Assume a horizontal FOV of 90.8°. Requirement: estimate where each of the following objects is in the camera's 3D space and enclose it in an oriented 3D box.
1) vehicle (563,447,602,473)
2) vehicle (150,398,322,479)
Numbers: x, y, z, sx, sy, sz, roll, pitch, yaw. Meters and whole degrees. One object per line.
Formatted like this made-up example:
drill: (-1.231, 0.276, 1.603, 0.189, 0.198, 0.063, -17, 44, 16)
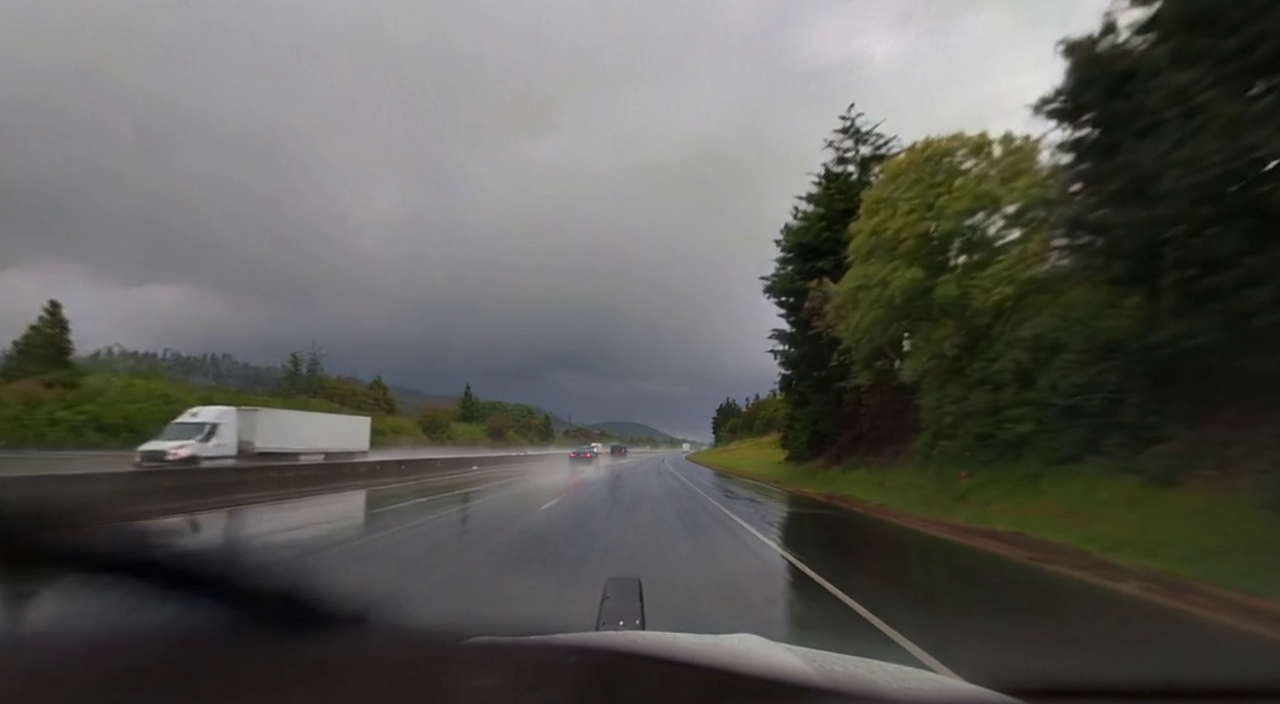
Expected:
vehicle: (-3.342, 6.359, 37.377, 1.858, 1.459, 4.091, 0, -9, 1)
vehicle: (-23.116, 5.200, 37.254, 2.975, 4.087, 10.601, 0, -9, 1)
